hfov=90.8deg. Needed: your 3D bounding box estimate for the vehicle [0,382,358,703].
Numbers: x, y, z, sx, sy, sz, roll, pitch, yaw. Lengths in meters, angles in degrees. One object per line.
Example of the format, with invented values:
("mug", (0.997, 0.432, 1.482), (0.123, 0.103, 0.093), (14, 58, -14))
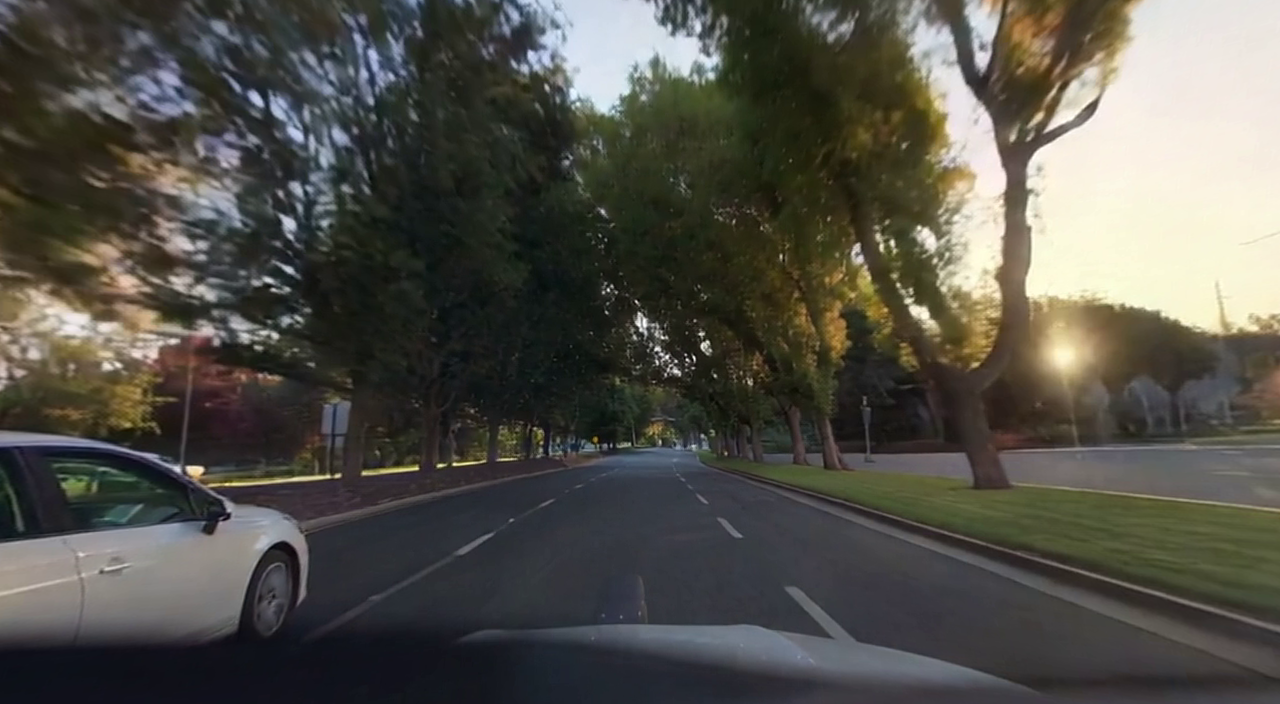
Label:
("vehicle", (-3.265, 0.987, 2.969), (1.915, 1.521, 4.283), (0, -9, 0))
